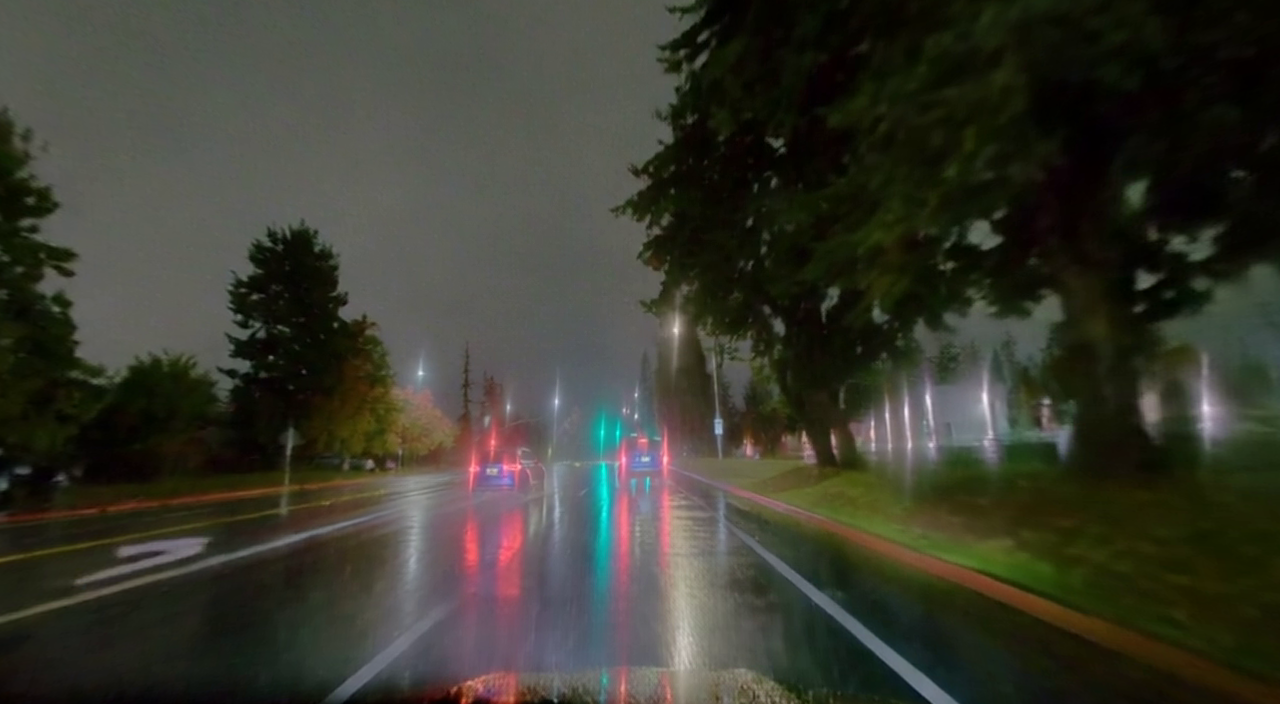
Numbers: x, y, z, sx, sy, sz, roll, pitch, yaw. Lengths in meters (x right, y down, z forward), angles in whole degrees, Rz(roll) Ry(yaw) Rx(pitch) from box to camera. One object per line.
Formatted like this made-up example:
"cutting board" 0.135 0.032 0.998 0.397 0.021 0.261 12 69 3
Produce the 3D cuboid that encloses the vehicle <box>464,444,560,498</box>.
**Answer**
"vehicle" -3.693 3.504 18.969 2.036 1.447 4.044 0 -8 0

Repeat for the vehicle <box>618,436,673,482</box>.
"vehicle" 0.164 4.597 27.310 2.215 1.799 4.426 0 -8 -1
